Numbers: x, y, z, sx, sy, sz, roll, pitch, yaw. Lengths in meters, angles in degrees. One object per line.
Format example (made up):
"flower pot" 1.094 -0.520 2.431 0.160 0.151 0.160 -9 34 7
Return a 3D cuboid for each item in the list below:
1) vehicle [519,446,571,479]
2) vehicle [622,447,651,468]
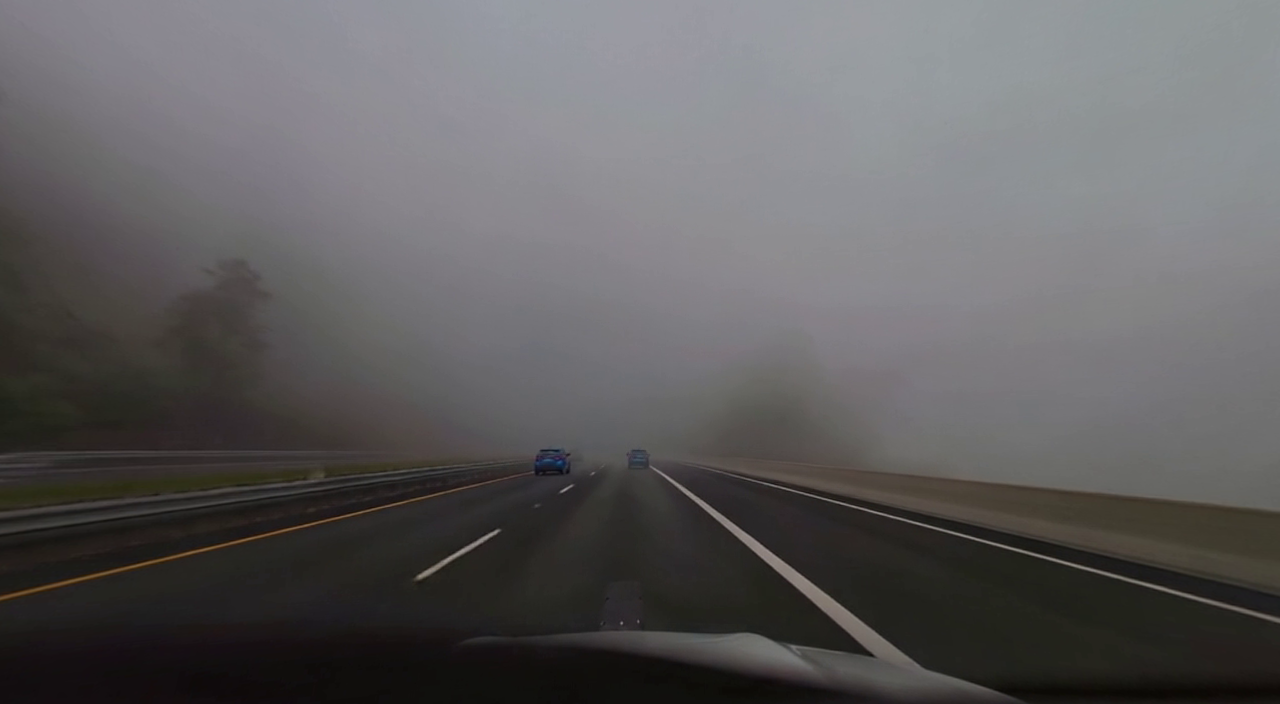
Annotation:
"vehicle" -4.651 5.470 31.527 1.957 1.499 4.965 0 -9 -1
"vehicle" -0.300 7.838 47.127 2.031 1.483 3.417 0 -9 -3
